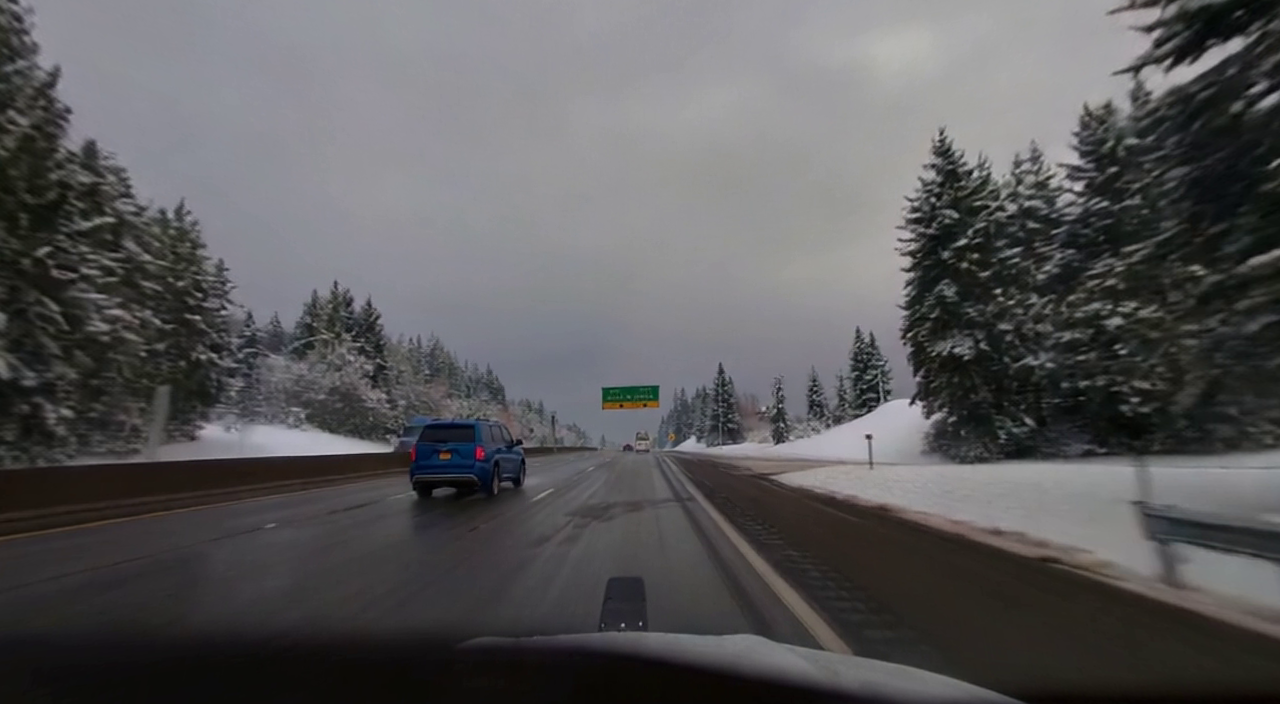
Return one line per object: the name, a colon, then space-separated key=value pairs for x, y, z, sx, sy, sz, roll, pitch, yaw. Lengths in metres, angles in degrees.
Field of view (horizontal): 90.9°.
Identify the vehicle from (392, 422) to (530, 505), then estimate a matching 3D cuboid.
vehicle: x=-4.236 y=2.696 z=15.821 sx=2.084 sy=1.752 sz=4.479 roll=0 pitch=-8 yaw=1
